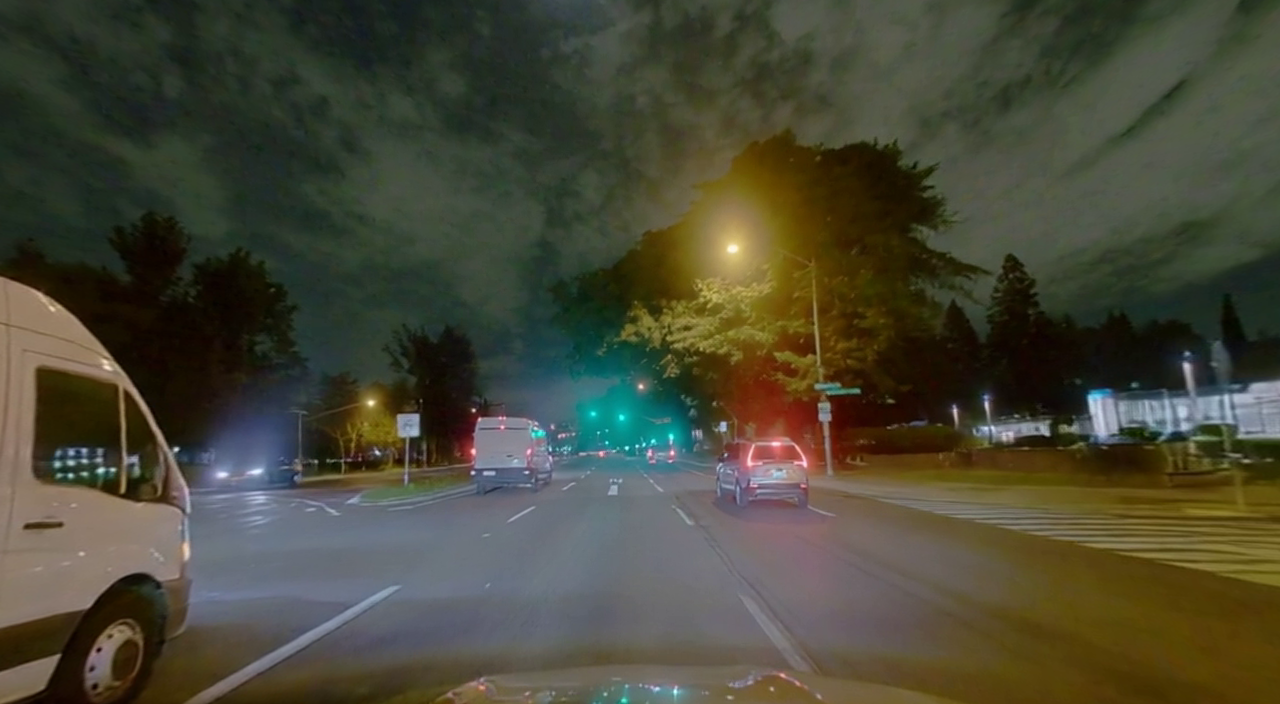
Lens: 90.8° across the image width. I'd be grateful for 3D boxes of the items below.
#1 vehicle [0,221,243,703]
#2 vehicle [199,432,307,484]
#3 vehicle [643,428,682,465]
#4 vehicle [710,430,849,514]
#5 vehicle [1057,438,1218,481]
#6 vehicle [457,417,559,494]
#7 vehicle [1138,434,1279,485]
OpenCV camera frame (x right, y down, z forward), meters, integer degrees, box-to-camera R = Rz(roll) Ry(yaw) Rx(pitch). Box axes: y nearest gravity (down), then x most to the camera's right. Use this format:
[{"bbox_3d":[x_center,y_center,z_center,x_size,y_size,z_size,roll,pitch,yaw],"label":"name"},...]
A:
[{"bbox_3d":[-3.404,0.403,0.712,2.269,2.190,5.680,1,-8,-1],"label":"vehicle"},{"bbox_3d":[-23.189,6.395,38.357,2.408,2.860,6.627,0,-9,-1],"label":"vehicle"},{"bbox_3d":[1.583,7.087,47.328,2.397,2.566,5.324,0,-9,-3],"label":"vehicle"},{"bbox_3d":[3.054,2.750,15.011,2.087,1.658,4.612,0,-9,-2],"label":"vehicle"},{"bbox_3d":[18.034,3.873,23.009,4.459,1.467,2.059,2,-8,-11],"label":"vehicle"},{"bbox_3d":[-4.175,3.392,20.919,2.420,2.227,4.499,0,-9,-1],"label":"vehicle"},{"bbox_3d":[18.617,3.374,20.099,4.210,1.480,1.922,1,-9,-10],"label":"vehicle"}]
